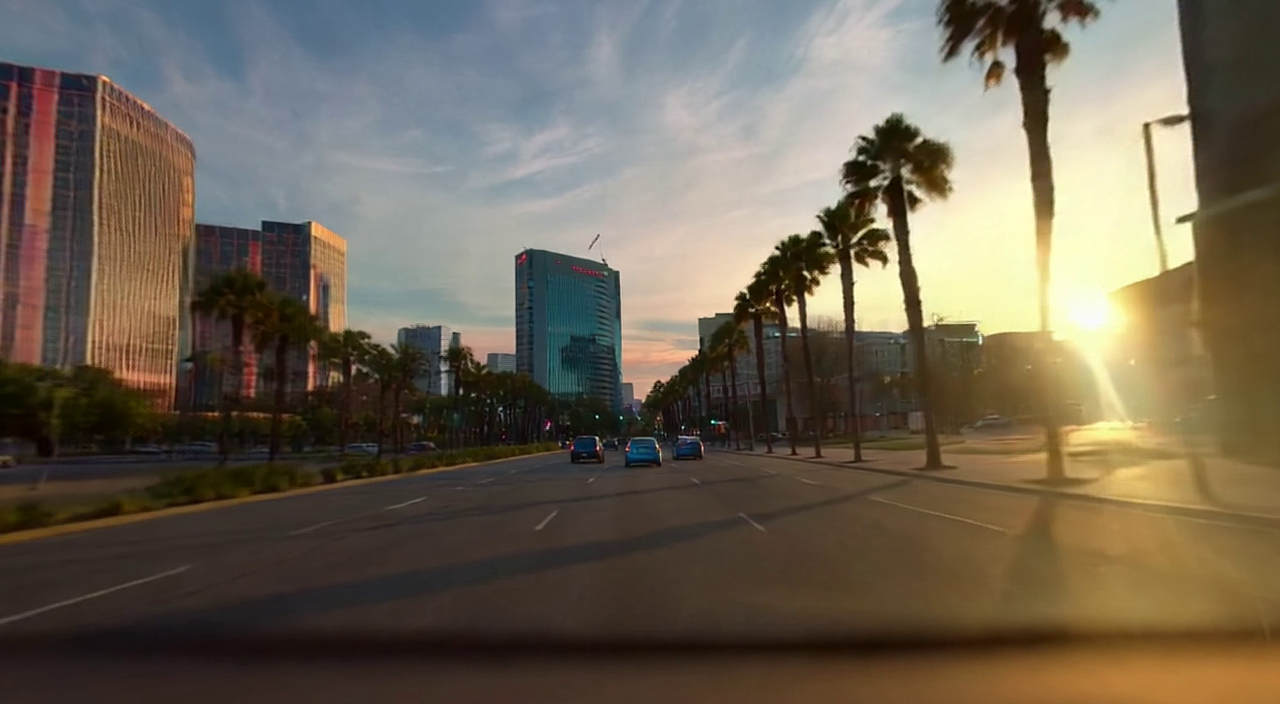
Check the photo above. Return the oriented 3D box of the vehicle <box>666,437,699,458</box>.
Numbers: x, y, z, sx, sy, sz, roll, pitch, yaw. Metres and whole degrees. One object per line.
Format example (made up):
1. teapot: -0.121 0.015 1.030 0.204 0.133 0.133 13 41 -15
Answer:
1. vehicle: 3.234 7.443 49.347 2.085 1.482 4.491 0 -8 -2

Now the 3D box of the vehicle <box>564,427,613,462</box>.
1. vehicle: -3.201 5.914 40.626 2.672 2.064 5.681 0 -8 0

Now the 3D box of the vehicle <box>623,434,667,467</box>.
1. vehicle: 0.233 5.199 33.647 2.160 1.615 4.117 0 -8 -1
